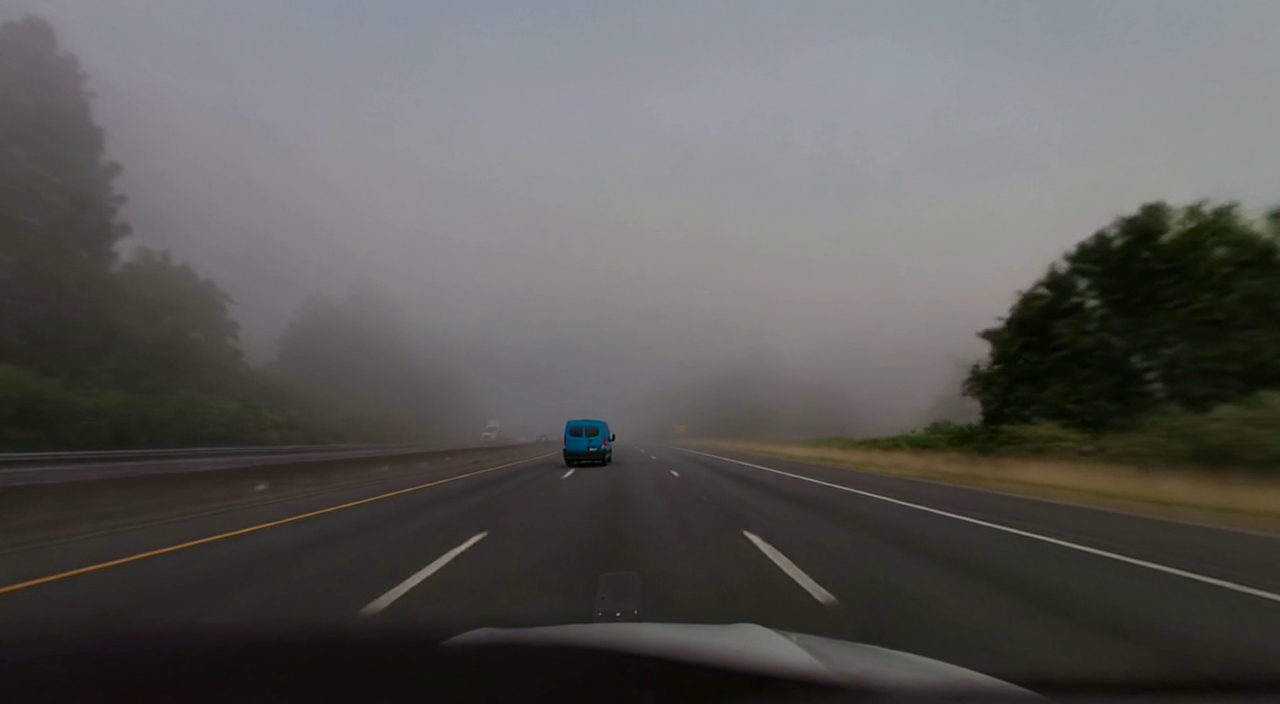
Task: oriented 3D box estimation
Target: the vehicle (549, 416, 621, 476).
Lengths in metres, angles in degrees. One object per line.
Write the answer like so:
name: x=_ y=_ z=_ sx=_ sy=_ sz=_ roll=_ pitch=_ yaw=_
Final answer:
vehicle: x=-1.939 y=3.530 z=23.934 sx=2.297 sy=2.011 sz=4.736 roll=0 pitch=-8 yaw=0
